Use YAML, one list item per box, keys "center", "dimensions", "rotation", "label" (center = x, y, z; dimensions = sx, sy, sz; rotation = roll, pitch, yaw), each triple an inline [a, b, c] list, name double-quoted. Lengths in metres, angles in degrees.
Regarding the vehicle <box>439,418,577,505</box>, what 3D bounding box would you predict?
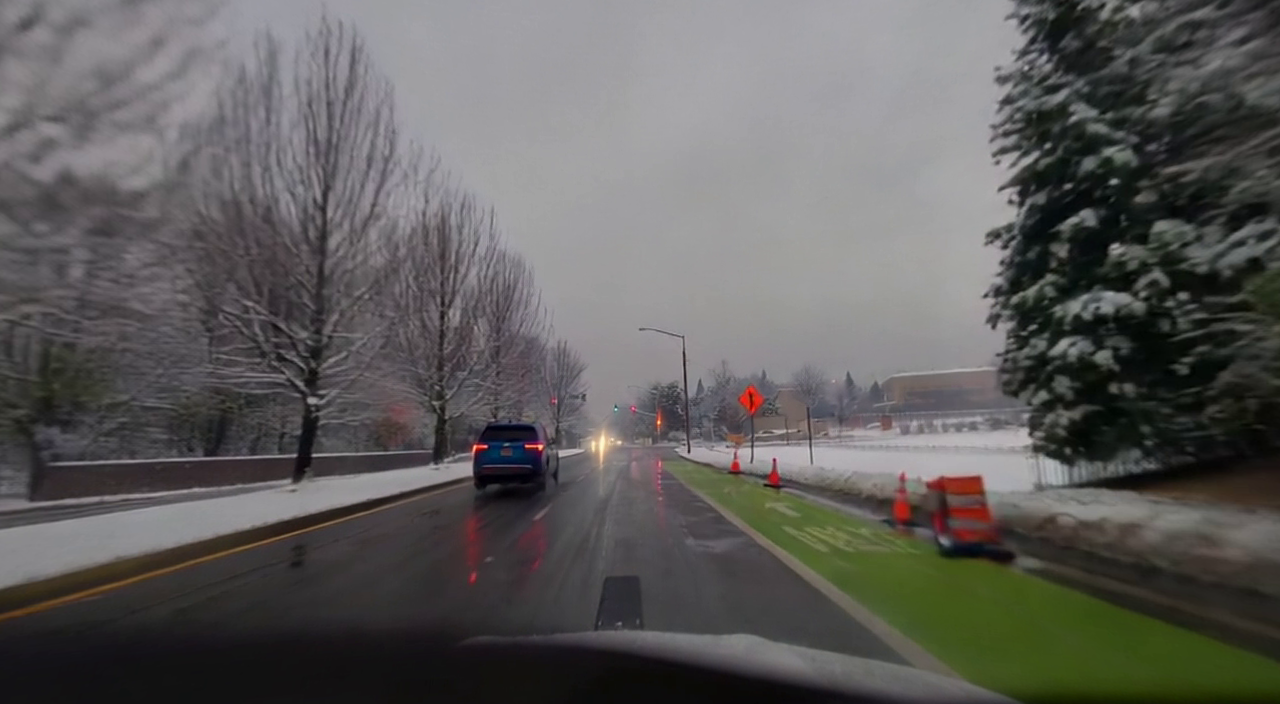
- center: [-2.968, 2.608, 15.448]
  dimensions: [2.339, 1.790, 4.629]
  rotation: [0, -8, 1]
  label: "vehicle"
